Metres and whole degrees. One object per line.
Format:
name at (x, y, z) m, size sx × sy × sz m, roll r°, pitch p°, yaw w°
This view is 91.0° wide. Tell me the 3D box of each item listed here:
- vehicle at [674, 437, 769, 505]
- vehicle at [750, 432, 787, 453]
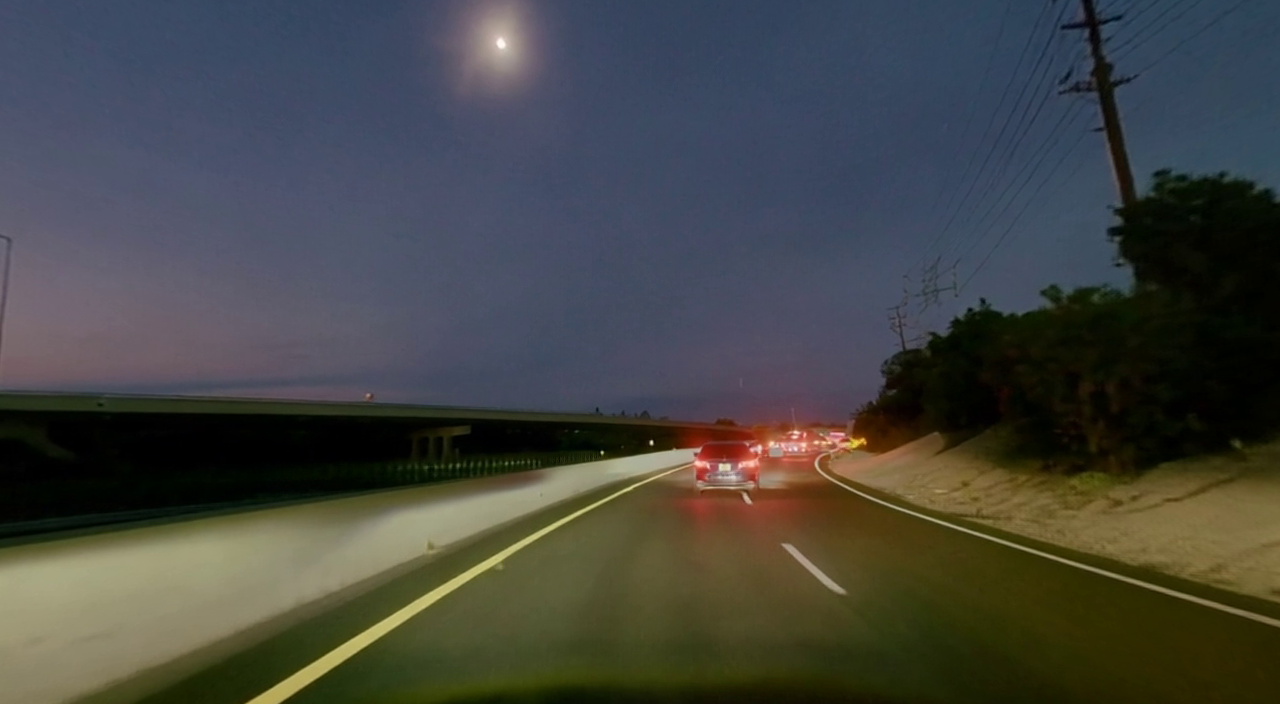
vehicle at (2.085, 2.981, 16.254) m, size 2.091 × 1.482 × 4.321 m, roll -1°, pitch -9°, yaw 7°
vehicle at (9.581, 6.709, 46.625) m, size 1.931 × 1.485 × 4.191 m, roll -3°, pitch -9°, yaw 21°
